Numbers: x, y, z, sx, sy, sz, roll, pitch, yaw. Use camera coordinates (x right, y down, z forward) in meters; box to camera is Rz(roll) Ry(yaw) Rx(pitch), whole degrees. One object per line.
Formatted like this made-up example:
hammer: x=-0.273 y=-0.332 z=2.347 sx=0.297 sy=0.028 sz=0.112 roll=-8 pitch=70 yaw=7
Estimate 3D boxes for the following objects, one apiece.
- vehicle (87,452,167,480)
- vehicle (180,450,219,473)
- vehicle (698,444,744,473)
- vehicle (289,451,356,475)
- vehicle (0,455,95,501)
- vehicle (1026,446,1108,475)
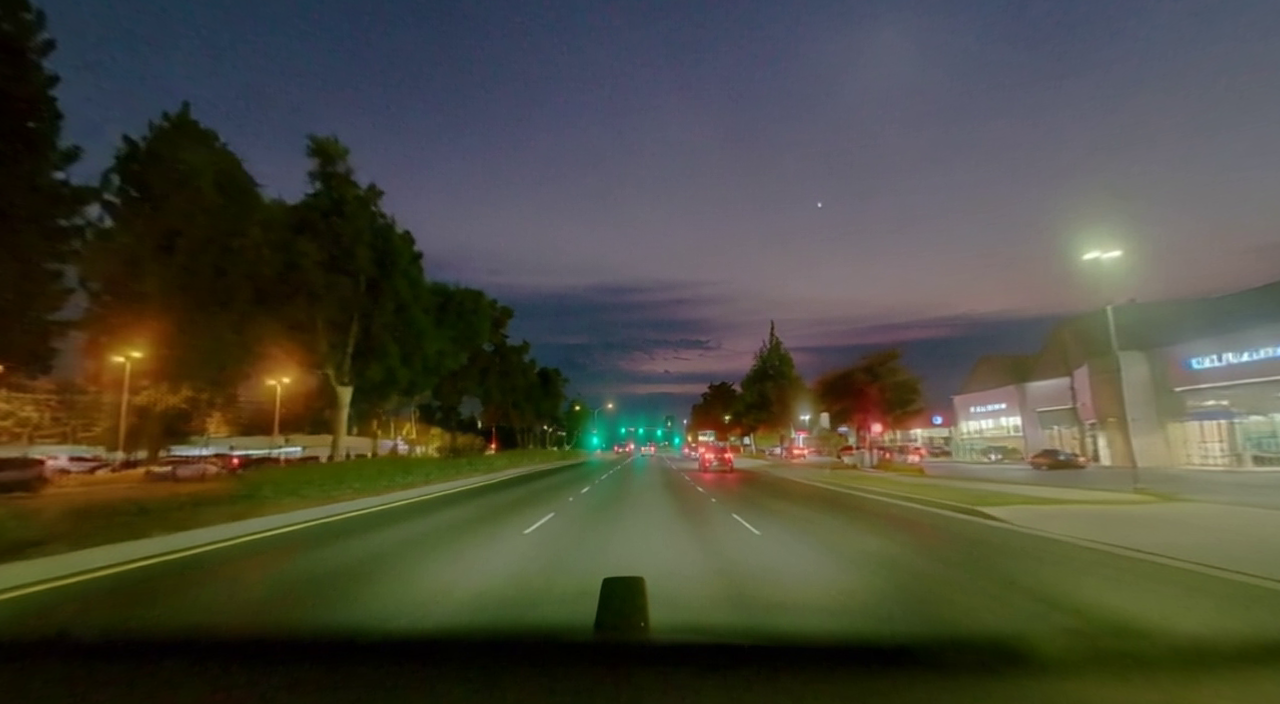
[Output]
vehicle: x=-31.758 y=7.040 z=39.145 sx=1.732 sy=1.526 sz=3.827 roll=-1 pitch=-8 yaw=-1
vehicle: x=-32.812 y=8.111 z=47.035 sx=1.795 sy=1.567 sz=4.241 roll=5 pitch=-9 yaw=-28
vehicle: x=4.415 y=5.850 z=34.930 sx=1.916 sy=1.459 sz=4.335 roll=0 pitch=-8 yaw=-1
vehicle: x=-22.434 y=7.858 z=44.815 sx=2.111 sy=1.500 sz=5.131 roll=0 pitch=-8 yaw=-1
vehicle: x=-22.700 y=4.553 z=22.894 sx=1.841 sy=1.510 sz=4.389 roll=-1 pitch=-8 yaw=0
vehicle: x=26.509 y=6.713 z=39.322 sx=1.959 sy=1.646 sz=4.226 roll=1 pitch=-8 yaw=-4
